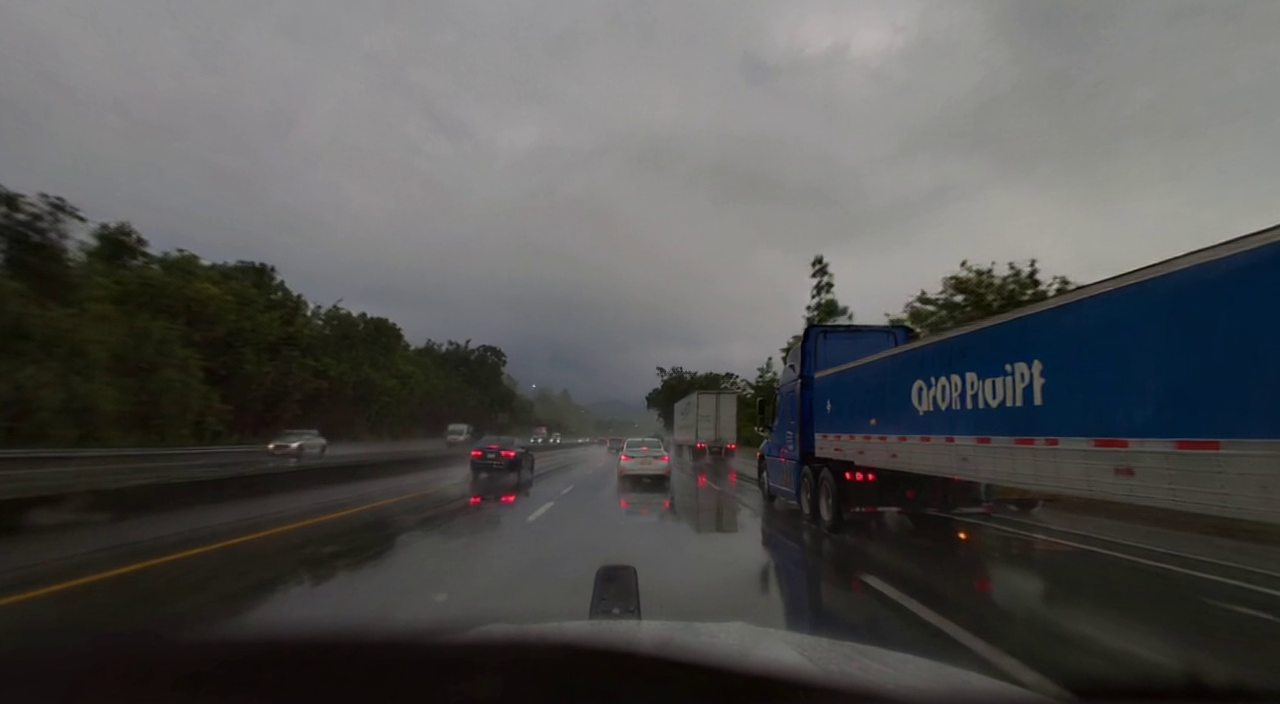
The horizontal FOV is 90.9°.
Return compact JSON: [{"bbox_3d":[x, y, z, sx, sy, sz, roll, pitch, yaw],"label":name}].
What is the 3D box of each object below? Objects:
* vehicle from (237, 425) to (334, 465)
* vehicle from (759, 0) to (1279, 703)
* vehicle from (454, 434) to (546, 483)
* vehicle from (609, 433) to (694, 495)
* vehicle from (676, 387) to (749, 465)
[{"bbox_3d":[-17.609,4.651,31.612,2.037,1.840,4.691,0,-8,2],"label":"vehicle"},{"bbox_3d":[4.252,0.239,6.947,2.816,4.070,14.136,0,-8,-1],"label":"vehicle"},{"bbox_3d":[-4.542,3.500,21.214,2.048,1.452,4.430,0,-8,0],"label":"vehicle"},{"bbox_3d":[0.254,2.904,16.788,2.021,1.435,3.611,0,-8,-1],"label":"vehicle"},{"bbox_3d":[4.210,4.805,39.977,2.869,4.067,13.731,0,-8,0],"label":"vehicle"}]
